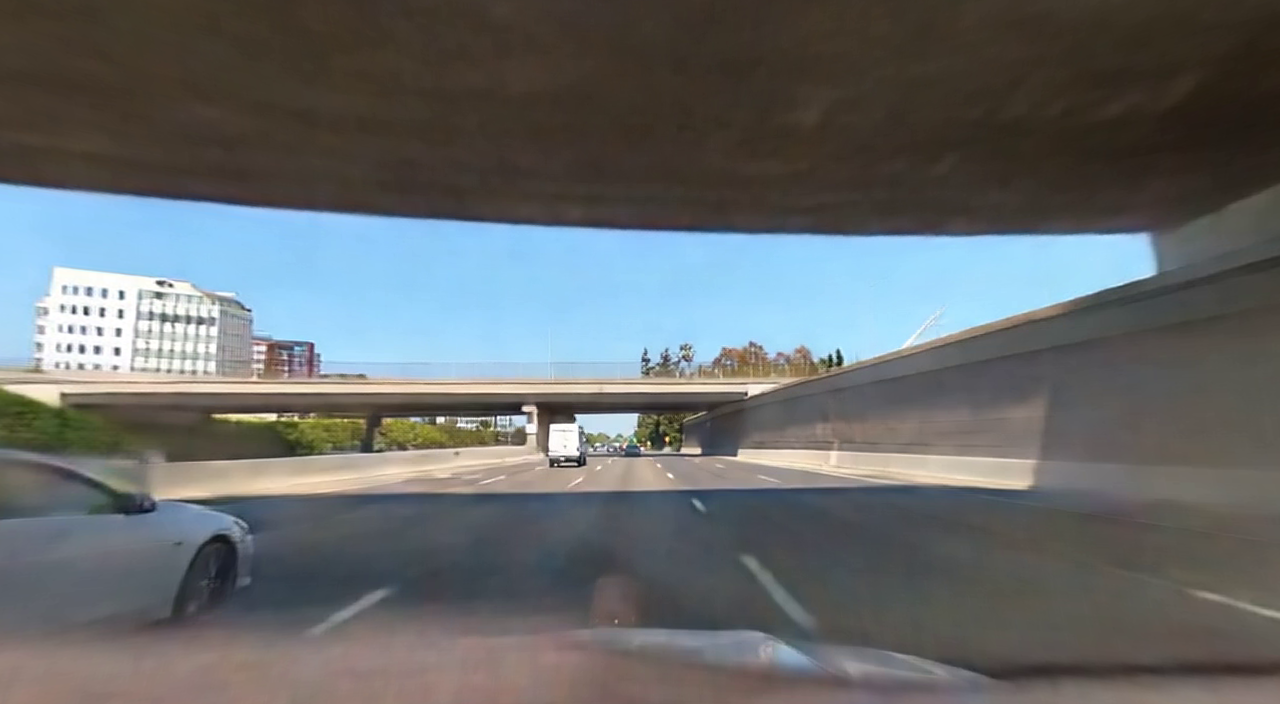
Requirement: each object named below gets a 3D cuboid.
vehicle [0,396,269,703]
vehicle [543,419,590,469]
[{"bbox_3d":[-4.034,0.964,2.770,2.025,1.556,4.594,0,-8,0],"label":"vehicle"},{"bbox_3d":[-4.635,6.008,41.091,2.364,2.953,6.732,0,-8,-1],"label":"vehicle"}]
